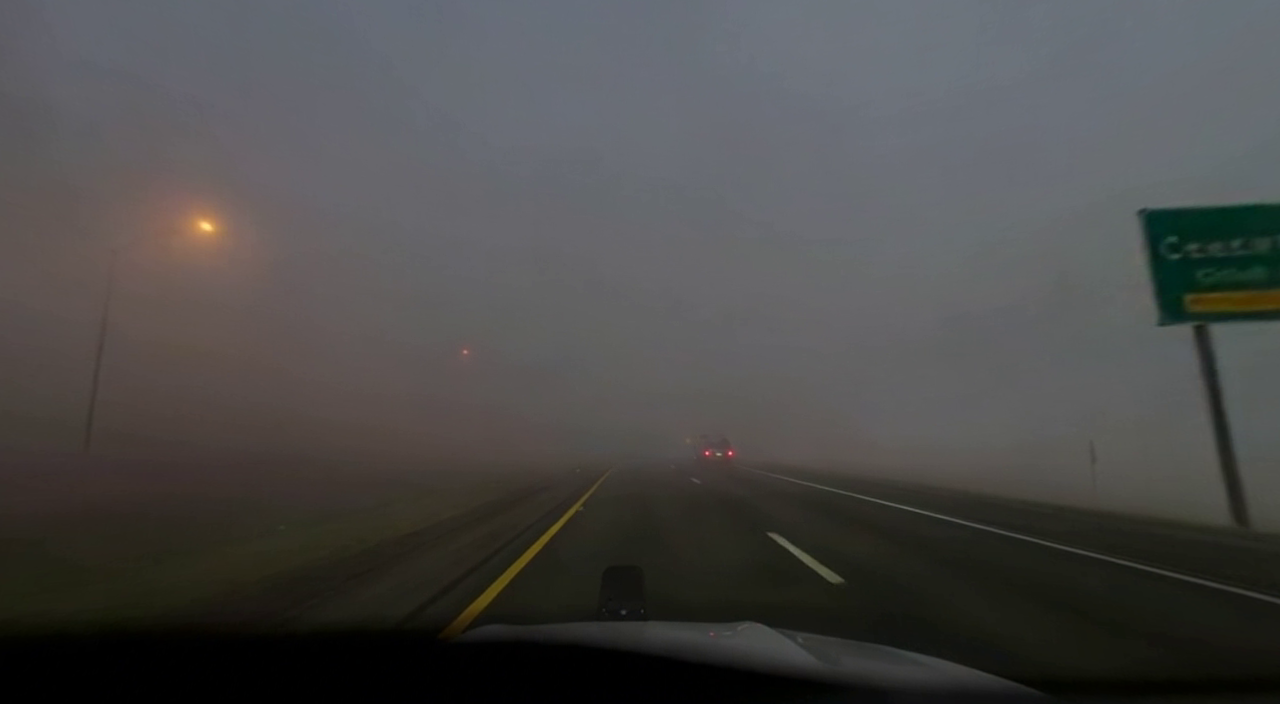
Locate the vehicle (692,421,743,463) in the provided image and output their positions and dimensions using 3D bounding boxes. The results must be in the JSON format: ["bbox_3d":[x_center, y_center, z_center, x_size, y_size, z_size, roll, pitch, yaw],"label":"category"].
[{"bbox_3d":[4.869,5.809,40.642,2.430,2.495,6.062,0,-8,-1],"label":"vehicle"}]
